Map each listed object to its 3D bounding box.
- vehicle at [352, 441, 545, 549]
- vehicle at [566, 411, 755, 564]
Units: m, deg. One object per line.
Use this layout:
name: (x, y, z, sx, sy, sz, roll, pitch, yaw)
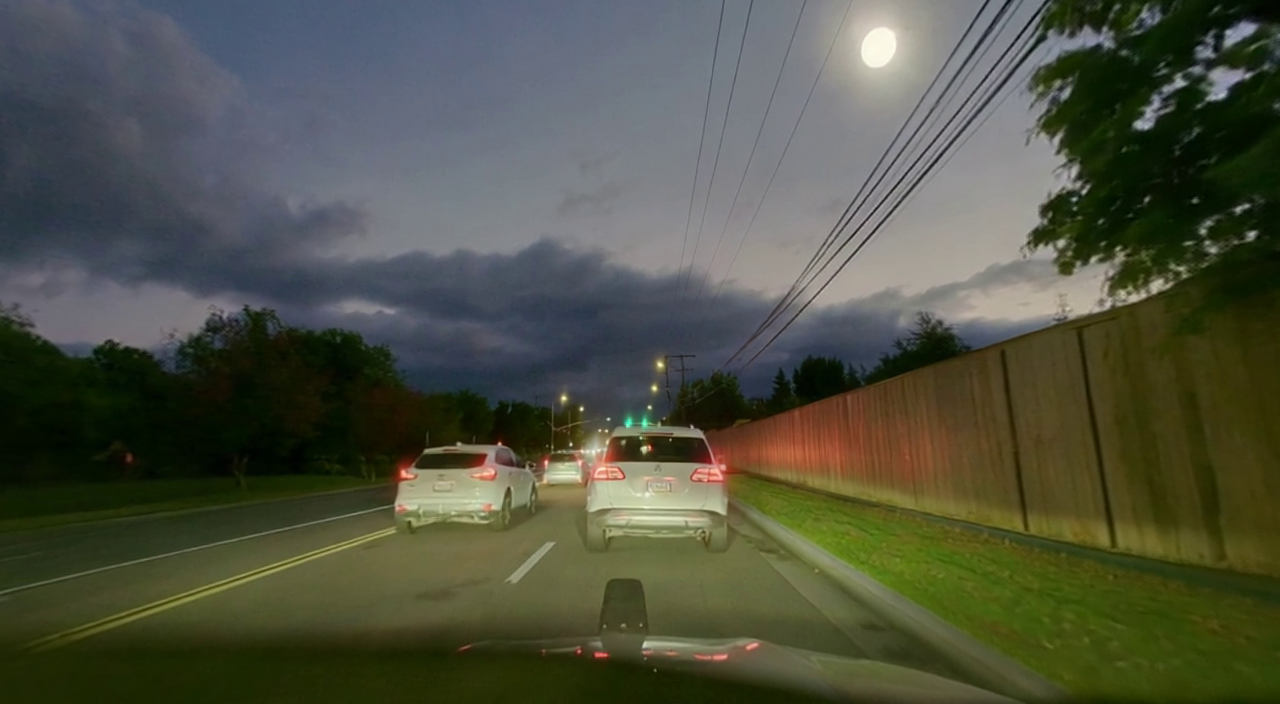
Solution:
vehicle: (-2.992, 2.306, 10.866, 1.979, 1.489, 4.006, 0, -9, 1)
vehicle: (0.233, 1.878, 9.404, 2.174, 1.749, 4.113, 0, -9, 0)
